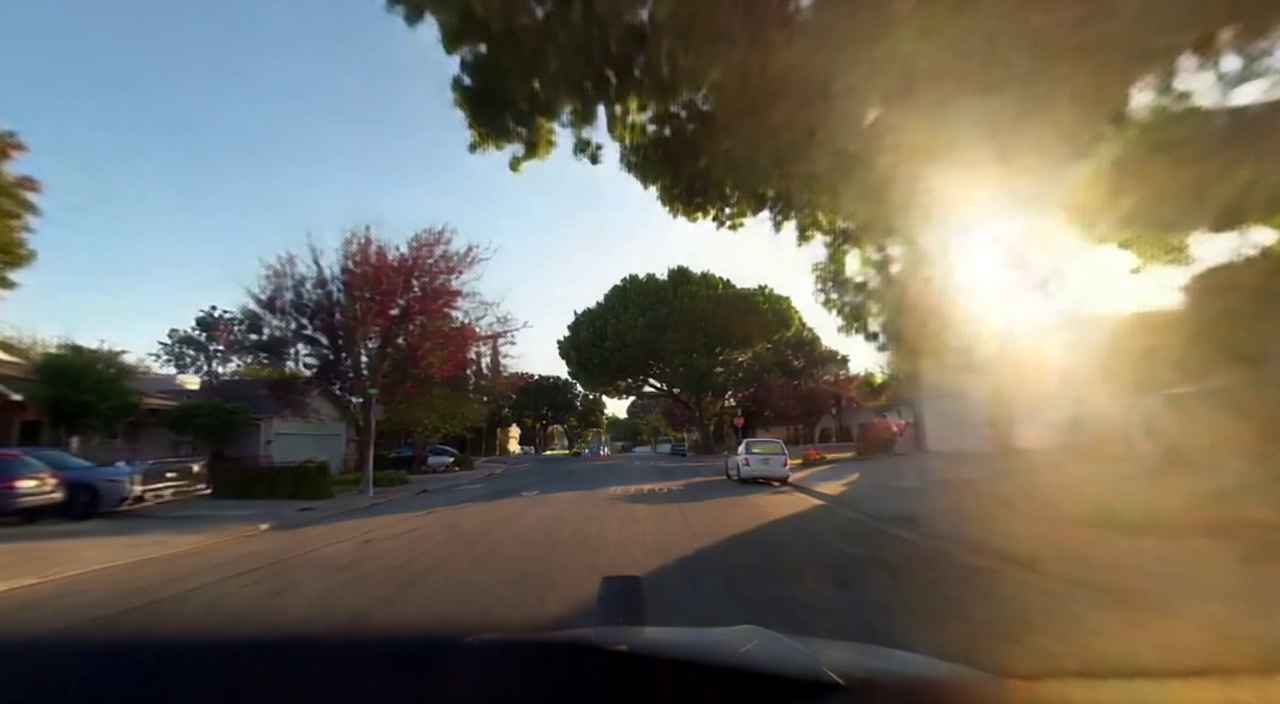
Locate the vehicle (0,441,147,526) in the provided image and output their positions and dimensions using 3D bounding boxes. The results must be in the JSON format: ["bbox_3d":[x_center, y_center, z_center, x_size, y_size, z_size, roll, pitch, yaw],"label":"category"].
[{"bbox_3d":[-12.909,2.526,12.443,4.572,1.522,1.999,1,-9,-4],"label":"vehicle"}]

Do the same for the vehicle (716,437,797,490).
[{"bbox_3d":[3.656,3.572,20.583,1.975,1.528,4.000,0,-9,2],"label":"vehicle"}]
